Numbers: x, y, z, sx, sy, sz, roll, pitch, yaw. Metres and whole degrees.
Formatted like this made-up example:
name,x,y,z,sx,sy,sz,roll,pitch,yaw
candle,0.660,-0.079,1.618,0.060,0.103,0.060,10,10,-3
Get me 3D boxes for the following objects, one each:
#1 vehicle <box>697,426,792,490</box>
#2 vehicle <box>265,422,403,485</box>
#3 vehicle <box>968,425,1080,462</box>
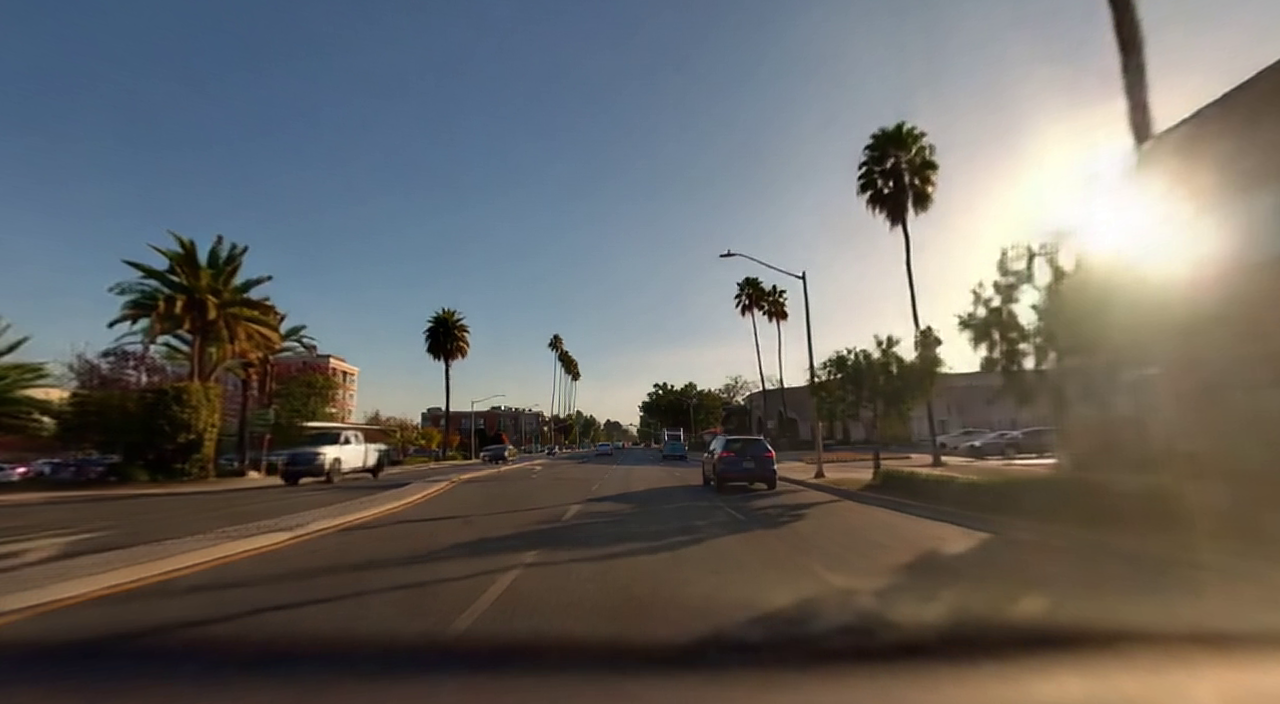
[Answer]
name,x,y,z,sx,sy,sz,roll,pitch,yaw
vehicle,3.375,3.538,21.348,2.244,1.901,4.561,0,-8,-3
vehicle,-15.383,5.201,32.564,3.083,2.852,7.976,0,-8,0
vehicle,18.922,4.566,31.290,1.962,1.699,4.673,2,-9,-12
